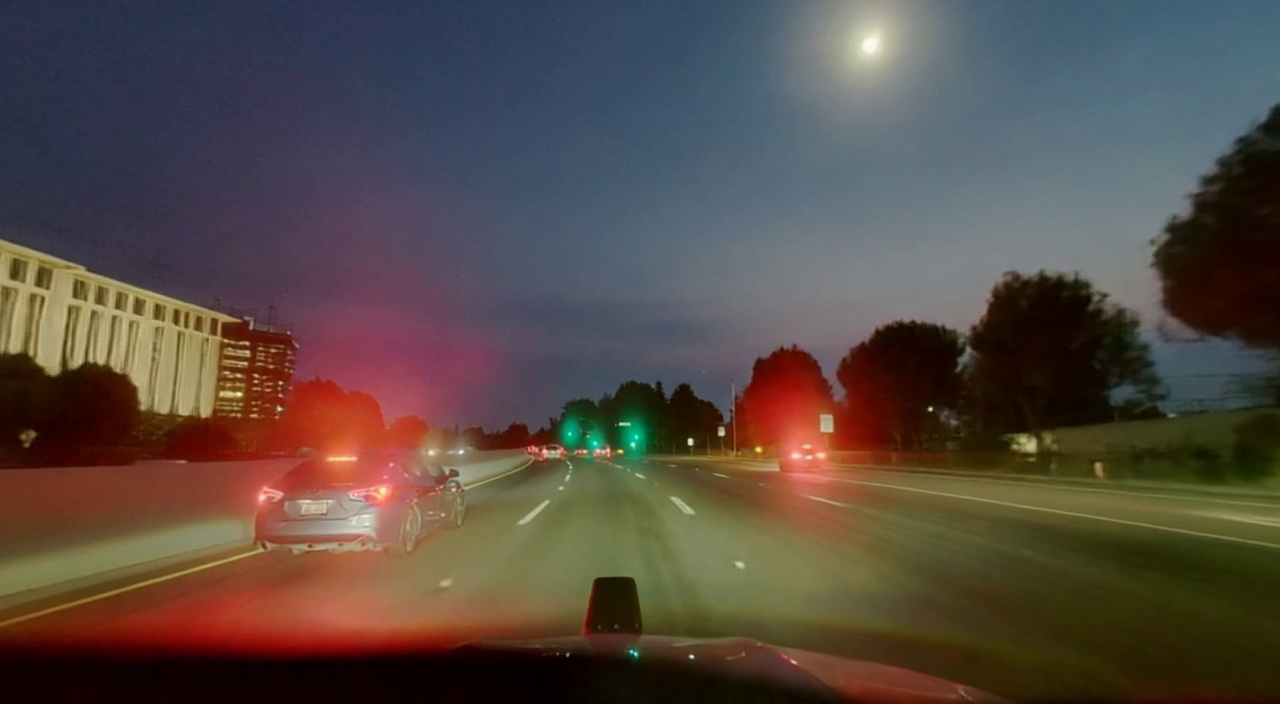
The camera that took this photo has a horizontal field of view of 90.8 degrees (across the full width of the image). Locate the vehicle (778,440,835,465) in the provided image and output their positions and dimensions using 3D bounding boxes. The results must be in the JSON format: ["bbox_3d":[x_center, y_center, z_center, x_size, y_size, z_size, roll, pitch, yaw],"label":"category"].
[{"bbox_3d":[11.414,6.945,43.712,1.983,1.613,5.190,1,-8,-7],"label":"vehicle"}]

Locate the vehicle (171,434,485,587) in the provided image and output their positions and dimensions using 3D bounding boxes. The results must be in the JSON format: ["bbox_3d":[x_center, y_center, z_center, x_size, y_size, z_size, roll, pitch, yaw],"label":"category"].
[{"bbox_3d":[-3.601,1.880,8.431,2.018,1.476,4.364,0,-8,-1],"label":"vehicle"}]
